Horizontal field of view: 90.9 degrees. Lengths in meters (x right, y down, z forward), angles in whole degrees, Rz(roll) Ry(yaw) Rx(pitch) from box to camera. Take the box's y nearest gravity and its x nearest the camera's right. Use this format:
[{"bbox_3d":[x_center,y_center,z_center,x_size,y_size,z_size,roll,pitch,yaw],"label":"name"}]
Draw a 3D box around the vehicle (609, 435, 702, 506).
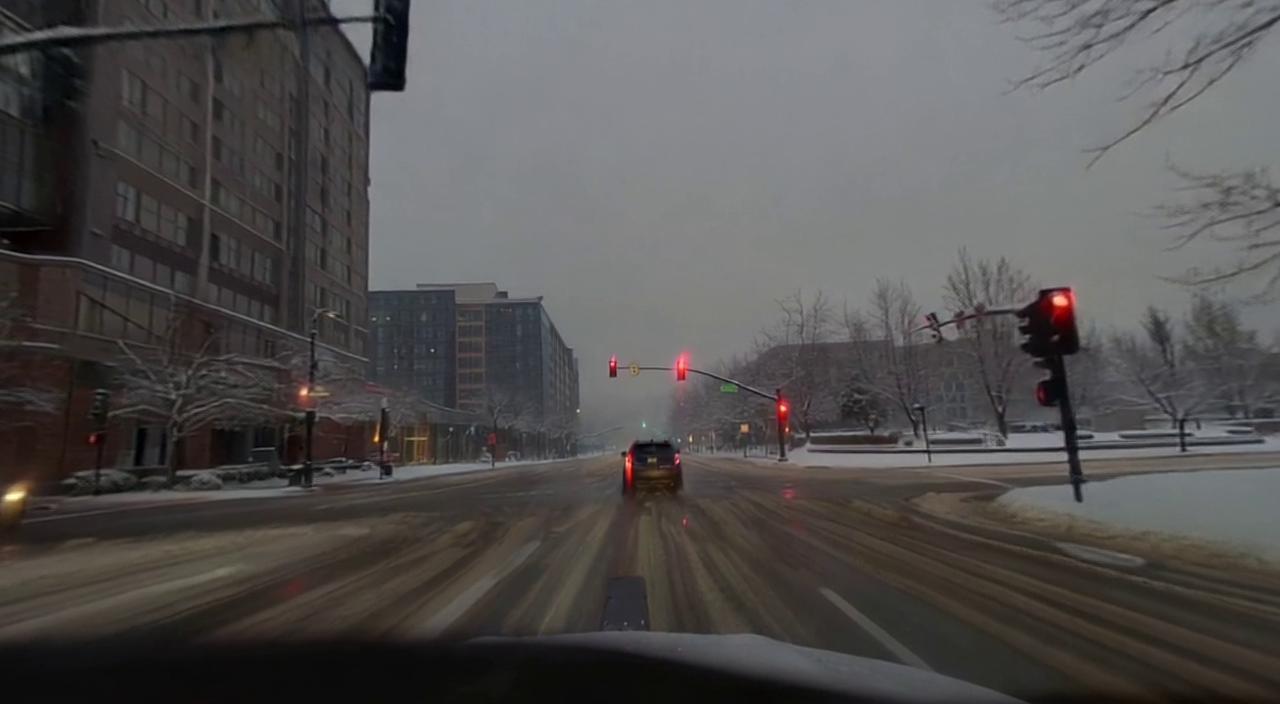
[{"bbox_3d":[0.326,3.115,16.970,2.184,1.640,4.086,0,-9,-1],"label":"vehicle"}]
